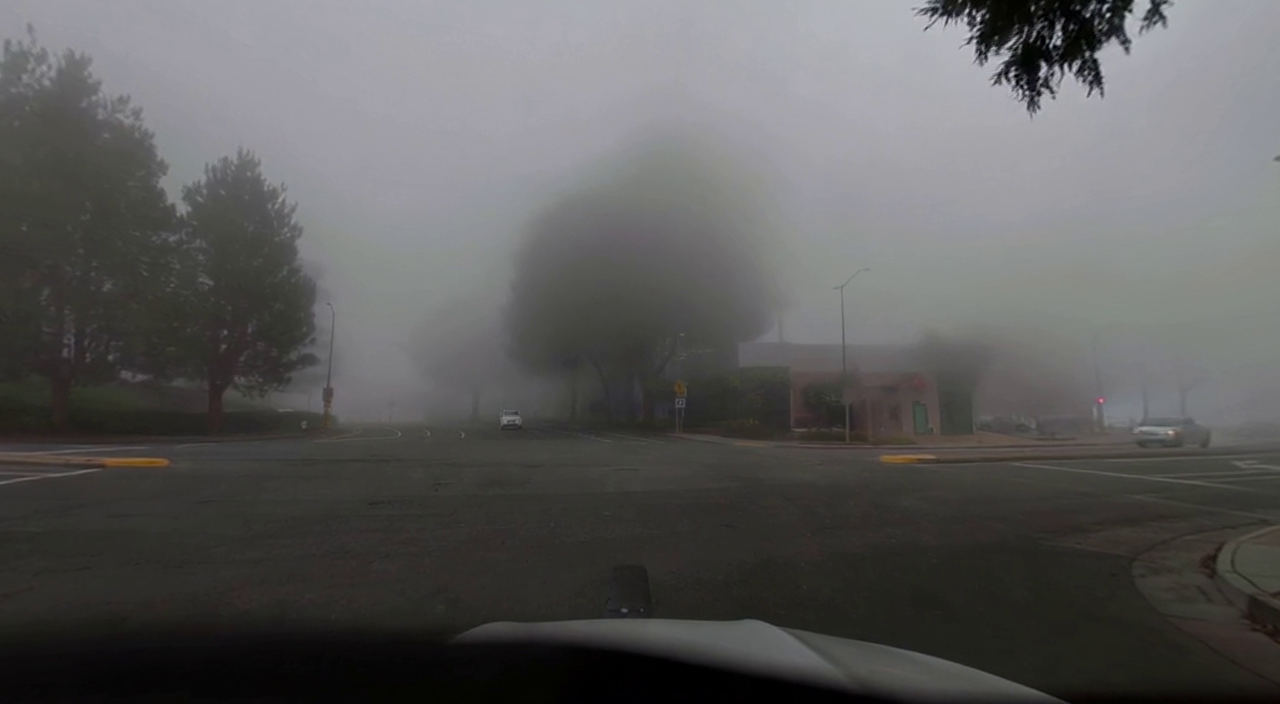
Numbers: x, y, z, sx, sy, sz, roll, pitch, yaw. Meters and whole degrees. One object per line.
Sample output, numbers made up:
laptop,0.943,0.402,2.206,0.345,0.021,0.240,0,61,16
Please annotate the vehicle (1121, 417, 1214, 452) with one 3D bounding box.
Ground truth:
vehicle,30.113,4.733,35.827,5.333,1.837,2.124,5,-10,-29

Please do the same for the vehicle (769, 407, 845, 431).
vehicle,11.462,4.628,43.126,4.674,1.483,1.745,2,-9,-12
